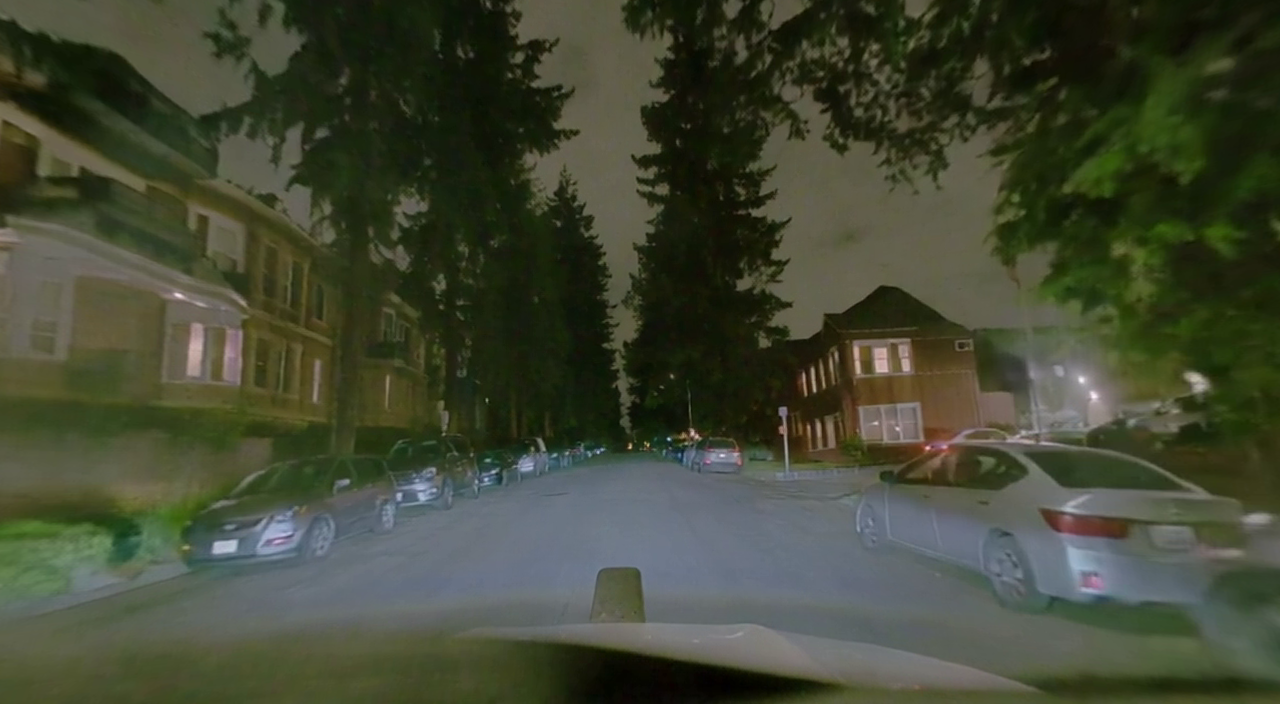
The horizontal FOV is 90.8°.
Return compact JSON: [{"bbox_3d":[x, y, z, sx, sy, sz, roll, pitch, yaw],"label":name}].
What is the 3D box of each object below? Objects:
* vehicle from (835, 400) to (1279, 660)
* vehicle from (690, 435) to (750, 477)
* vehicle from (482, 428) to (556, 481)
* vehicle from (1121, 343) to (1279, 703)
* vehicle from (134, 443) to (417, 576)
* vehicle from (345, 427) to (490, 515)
[{"bbox_3d":[3.787,1.484,6.463,1.989,1.652,4.662,0,-8,-1],"label":"vehicle"},{"bbox_3d":[3.507,4.660,28.615,1.994,1.710,4.699,0,-8,-1],"label":"vehicle"},{"bbox_3d":[-5.263,4.566,28.417,2.390,2.123,5.371,0,-8,-2],"label":"vehicle"},{"bbox_3d":[3.804,0.615,1.033,2.121,1.778,4.916,0,-8,0],"label":"vehicle"},{"bbox_3d":[-4.972,2.136,9.528,1.901,1.486,4.422,1,-8,-5],"label":"vehicle"},{"bbox_3d":[-5.302,2.884,15.871,2.042,1.850,4.758,0,-8,-2],"label":"vehicle"}]
